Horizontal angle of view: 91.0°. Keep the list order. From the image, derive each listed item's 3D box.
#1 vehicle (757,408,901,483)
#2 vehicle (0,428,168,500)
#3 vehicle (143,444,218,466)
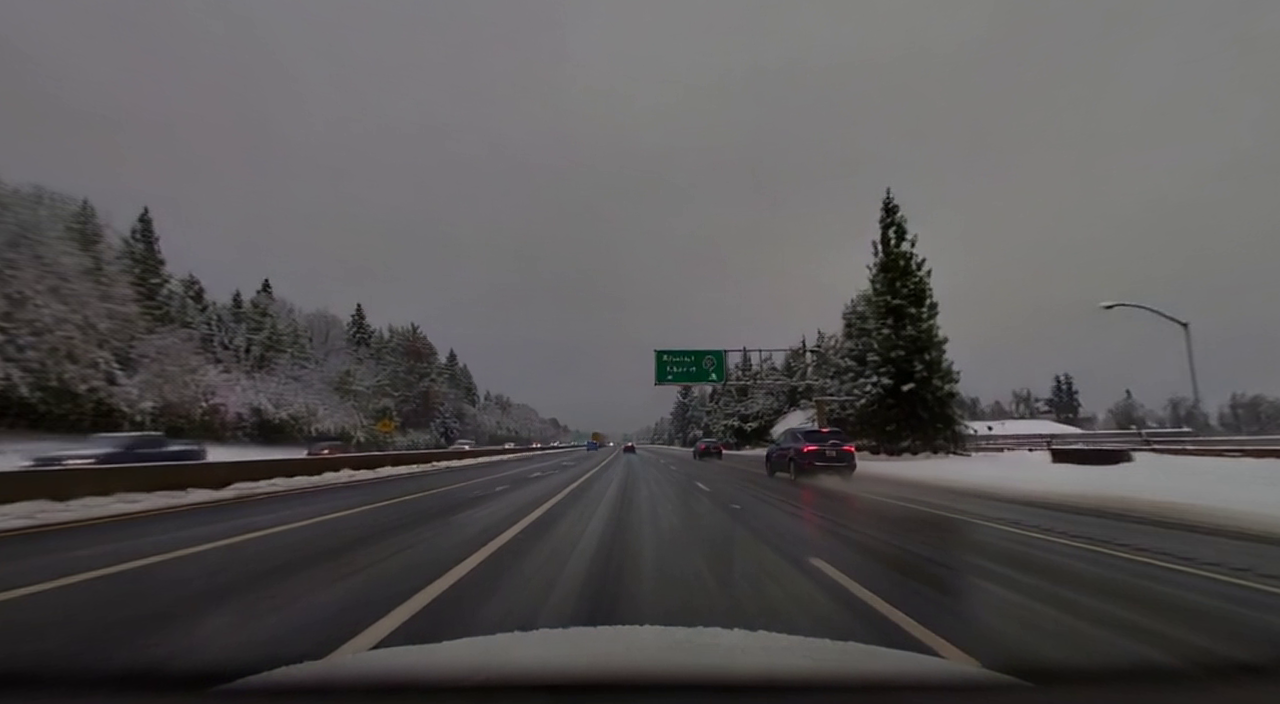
[{"bbox_3d":[6.639,3.511,23.689,2.779,2.339,8.073,0,-8,-1],"label":"vehicle"},{"bbox_3d":[-16.694,3.118,18.015,2.114,1.742,5.510,0,-8,0],"label":"vehicle"},{"bbox_3d":[-32.355,7.263,44.511,1.844,1.483,4.609,0,-8,-1],"label":"vehicle"}]
